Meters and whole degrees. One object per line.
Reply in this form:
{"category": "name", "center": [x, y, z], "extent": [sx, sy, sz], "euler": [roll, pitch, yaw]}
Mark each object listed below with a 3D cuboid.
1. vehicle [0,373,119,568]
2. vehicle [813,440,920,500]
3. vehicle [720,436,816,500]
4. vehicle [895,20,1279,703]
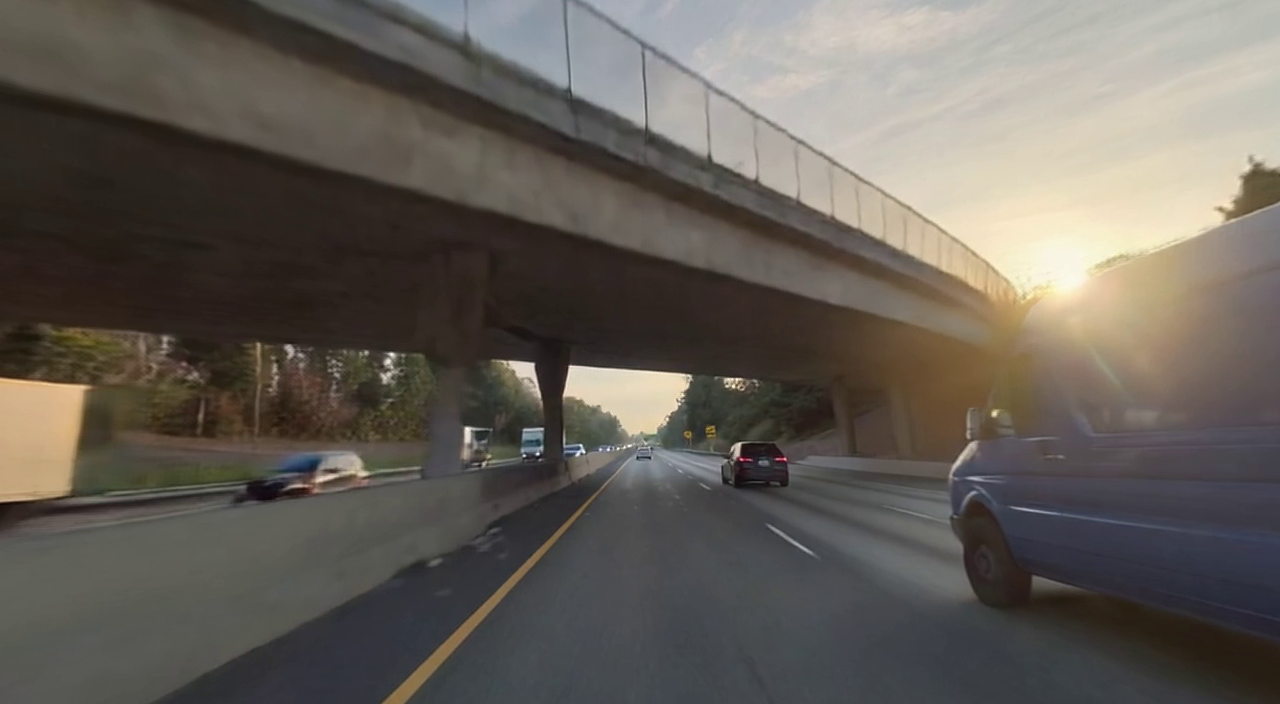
{"category": "vehicle", "center": [-14.795, 2.221, 11.530], "extent": [3.283, 3.956, 8.184], "euler": [0, -9, 1]}
{"category": "vehicle", "center": [7.505, 3.925, 21.391], "extent": [2.001, 1.791, 4.161], "euler": [0, -9, -1]}
{"category": "vehicle", "center": [3.752, 3.492, 19.324], "extent": [2.009, 1.731, 4.149], "euler": [0, -9, -1]}
{"category": "vehicle", "center": [3.904, 0.240, 2.864], "extent": [2.460, 3.155, 6.902], "euler": [0, -9, -1]}
